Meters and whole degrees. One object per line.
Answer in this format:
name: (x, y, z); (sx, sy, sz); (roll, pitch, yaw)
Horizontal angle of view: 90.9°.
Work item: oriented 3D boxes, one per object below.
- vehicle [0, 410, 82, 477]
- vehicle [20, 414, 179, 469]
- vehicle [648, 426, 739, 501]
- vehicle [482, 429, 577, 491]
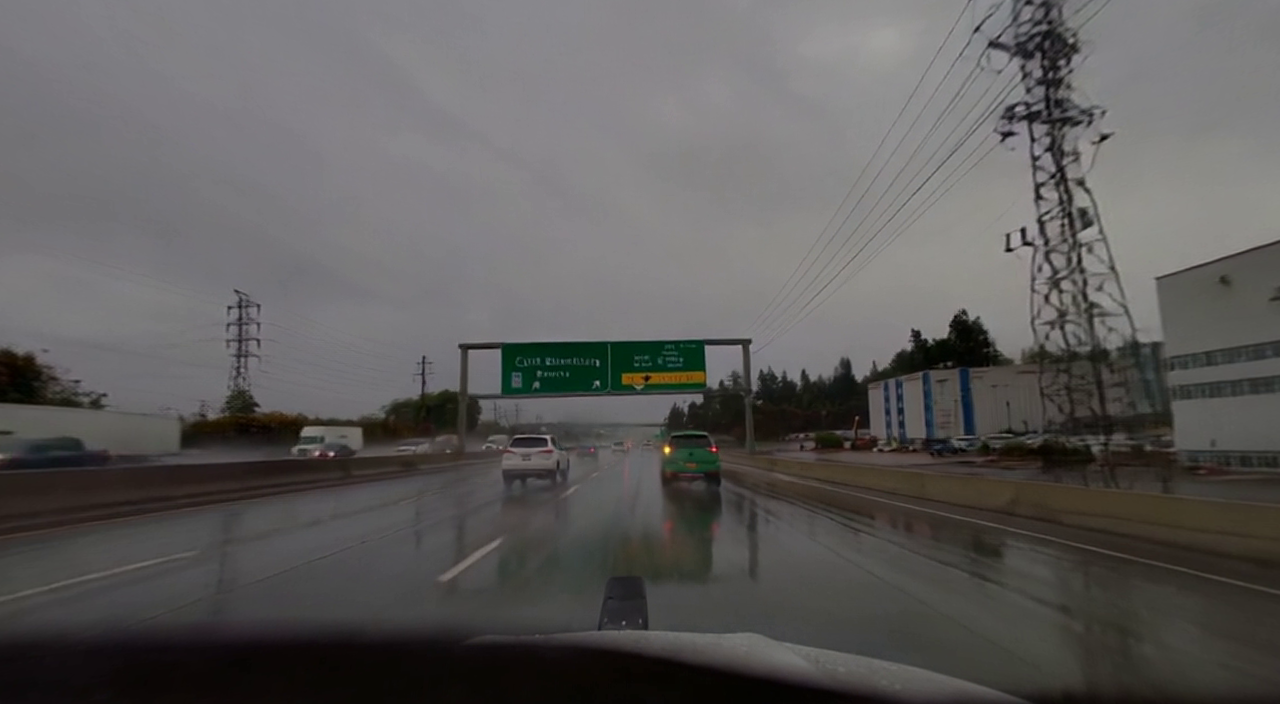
vehicle: (-31.790, 4.653, 32.074); (2.867, 3.154, 4.023); (0, -9, -1)
vehicle: (-31.786, 5.376, 37.642); (2.911, 2.955, 7.369); (0, -9, 0)
vehicle: (1.306, 2.934, 16.918); (2.134, 1.733, 4.049); (0, -9, 2)
vehicle: (-3.385, 3.416, 20.264); (2.125, 1.764, 4.393); (0, -9, 1)
